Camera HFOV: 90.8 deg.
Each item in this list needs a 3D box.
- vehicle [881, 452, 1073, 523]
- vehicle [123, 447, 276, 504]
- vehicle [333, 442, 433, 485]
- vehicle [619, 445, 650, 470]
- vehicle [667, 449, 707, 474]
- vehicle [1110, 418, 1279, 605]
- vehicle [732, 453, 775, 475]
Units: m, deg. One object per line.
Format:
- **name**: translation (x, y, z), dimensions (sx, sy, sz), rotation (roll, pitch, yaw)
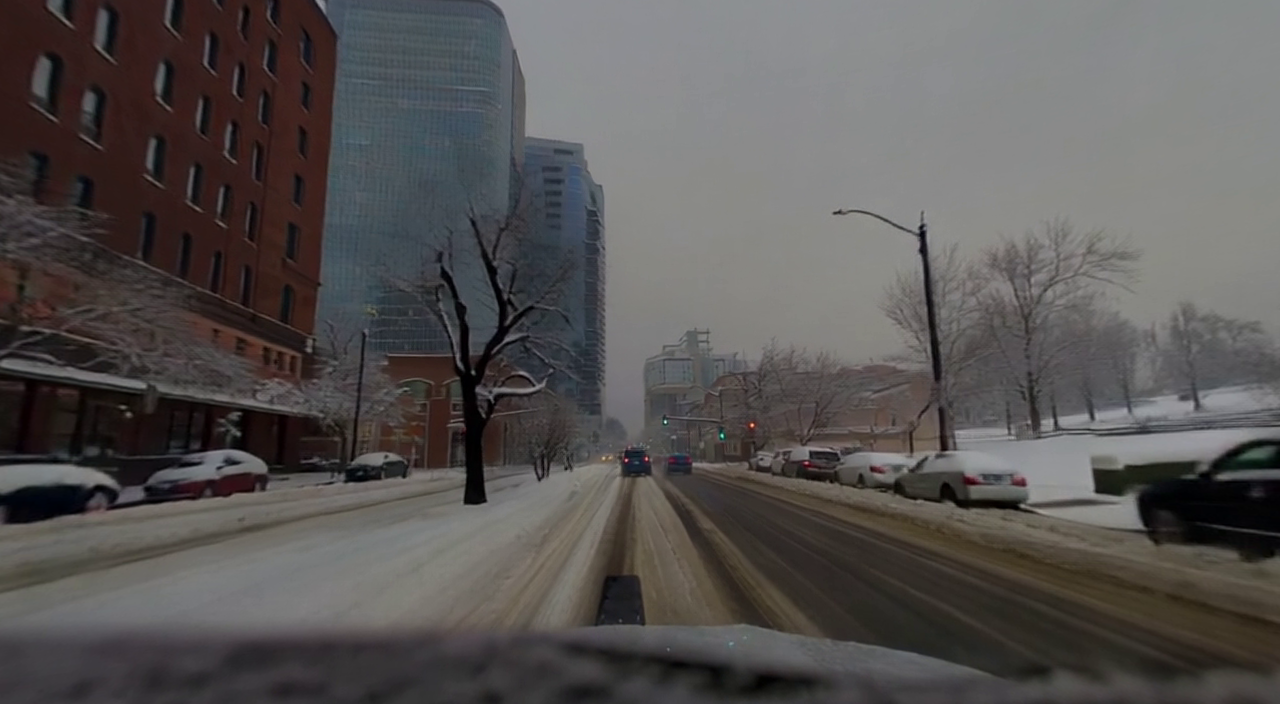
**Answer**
- **vehicle**: translation (8.022, 3.235, 15.747), dimensions (2.030, 1.444, 4.832), rotation (0, -9, -1)
- **vehicle**: translation (-14.914, 4.172, 21.786), dimensions (2.063, 1.735, 4.317), rotation (0, -9, 1)
- **vehicle**: translation (-14.468, 6.286, 36.133), dimensions (2.822, 2.230, 6.145), rotation (0, -9, 3)
- **vehicle**: translation (-0.441, 8.291, 49.716), dimensions (2.329, 1.842, 4.537), rotation (0, -9, -1)
- **vehicle**: translation (2.988, 7.135, 41.567), dimensions (2.238, 1.499, 4.964), rotation (0, -9, 0)
- **vehicle**: translation (8.013, 1.667, 6.546), dimensions (2.305, 1.984, 5.002), rotation (0, -9, -1)
- **vehicle**: translation (8.011, 7.945, 44.985), dimensions (2.054, 1.455, 4.786), rotation (0, -9, -2)
